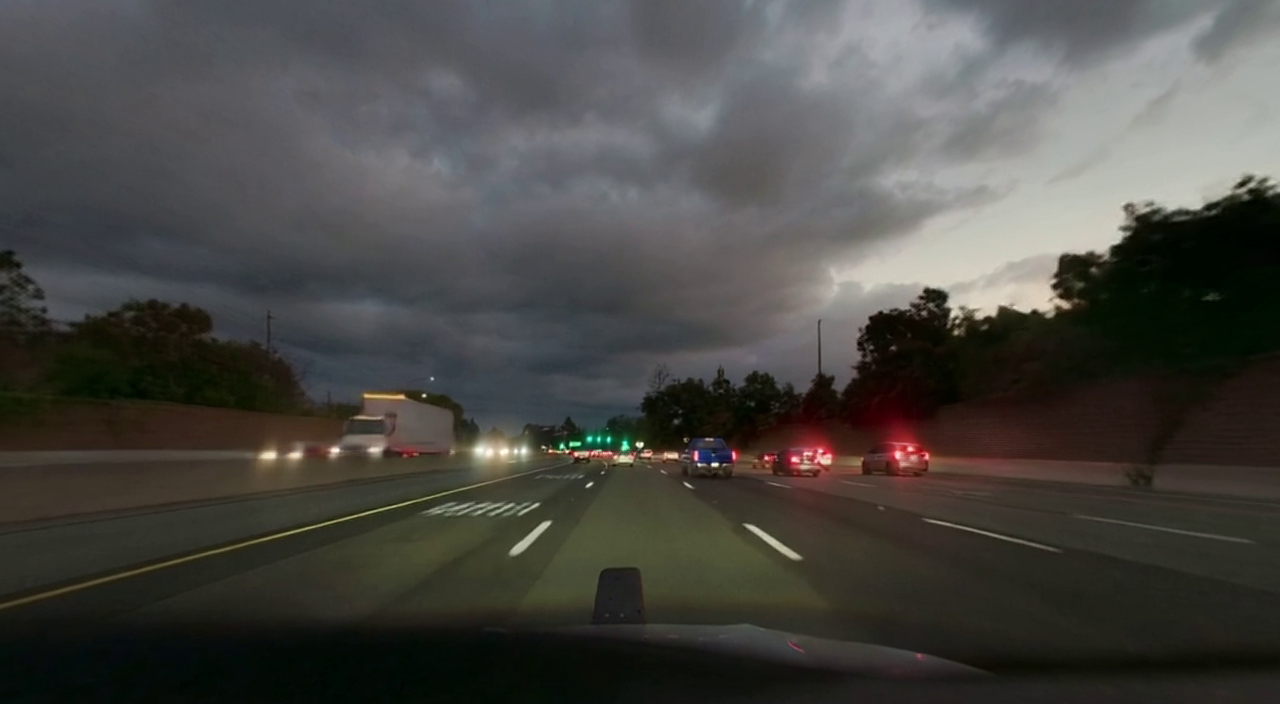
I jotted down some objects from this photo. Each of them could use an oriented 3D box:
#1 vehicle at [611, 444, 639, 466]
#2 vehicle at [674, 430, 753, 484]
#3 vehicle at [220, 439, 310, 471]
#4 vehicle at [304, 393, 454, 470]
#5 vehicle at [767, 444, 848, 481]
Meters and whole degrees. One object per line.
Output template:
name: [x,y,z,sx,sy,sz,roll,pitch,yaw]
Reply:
vehicle: [-1.202,7.900,48.653,2.050,1.607,3.821,0,-8,-4]
vehicle: [2.878,4.304,26.194,2.374,1.952,5.431,0,-8,-3]
vehicle: [-18.459,5.092,31.330,1.895,1.465,4.334,0,-8,-2]
vehicle: [-14.468,4.780,36.982,3.332,3.597,13.916,0,-8,-2]
vehicle: [7.282,4.828,28.004,1.976,1.485,4.925,0,-8,-3]
